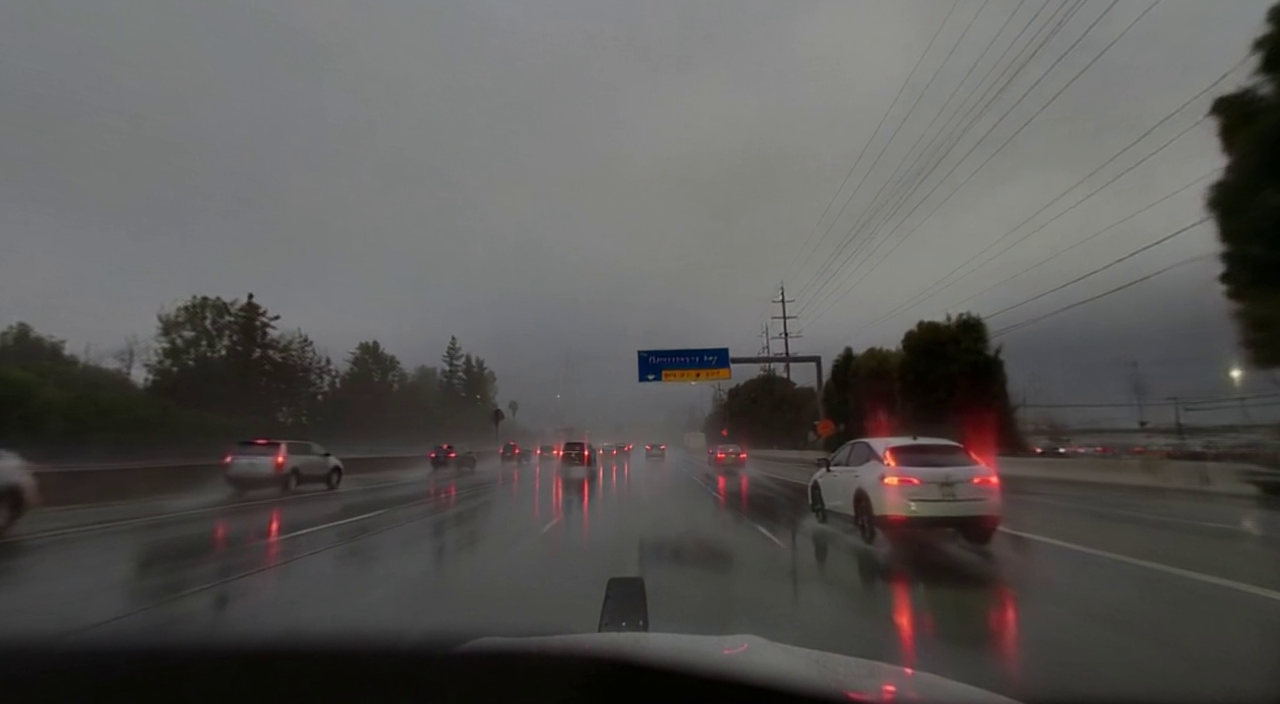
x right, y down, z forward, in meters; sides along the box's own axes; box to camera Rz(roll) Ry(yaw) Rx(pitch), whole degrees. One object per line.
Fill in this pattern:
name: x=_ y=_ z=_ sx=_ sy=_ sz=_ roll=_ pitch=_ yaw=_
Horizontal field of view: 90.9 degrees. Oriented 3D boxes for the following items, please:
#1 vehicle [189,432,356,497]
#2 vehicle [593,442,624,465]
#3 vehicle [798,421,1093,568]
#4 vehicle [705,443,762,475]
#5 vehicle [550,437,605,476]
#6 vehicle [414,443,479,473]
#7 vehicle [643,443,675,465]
vehicle: x=-10.710 y=3.306 z=18.901 sx=2.137 sy=1.690 sz=4.630 roll=0 pitch=-8 yaw=1
vehicle: x=-2.371 y=7.795 z=48.622 sx=2.133 sy=1.668 sz=4.505 roll=0 pitch=-8 yaw=1
vehicle: x=3.880 y=1.870 z=9.100 sx=2.036 sy=1.580 sz=4.360 roll=0 pitch=-8 yaw=0
vehicle: x=4.506 y=5.228 z=31.116 sx=2.022 sy=1.472 sz=4.678 roll=0 pitch=-8 yaw=-1
vehicle: x=-2.976 y=5.098 z=31.017 sx=2.133 sy=1.775 sz=4.530 roll=0 pitch=-8 yaw=1
vehicle: x=-10.398 y=5.714 z=34.266 sx=1.926 sy=1.479 sz=4.688 roll=0 pitch=-8 yaw=1
vehicle: x=1.351 y=7.530 z=46.796 sx=2.220 sy=1.575 sz=4.332 roll=0 pitch=-8 yaw=0
